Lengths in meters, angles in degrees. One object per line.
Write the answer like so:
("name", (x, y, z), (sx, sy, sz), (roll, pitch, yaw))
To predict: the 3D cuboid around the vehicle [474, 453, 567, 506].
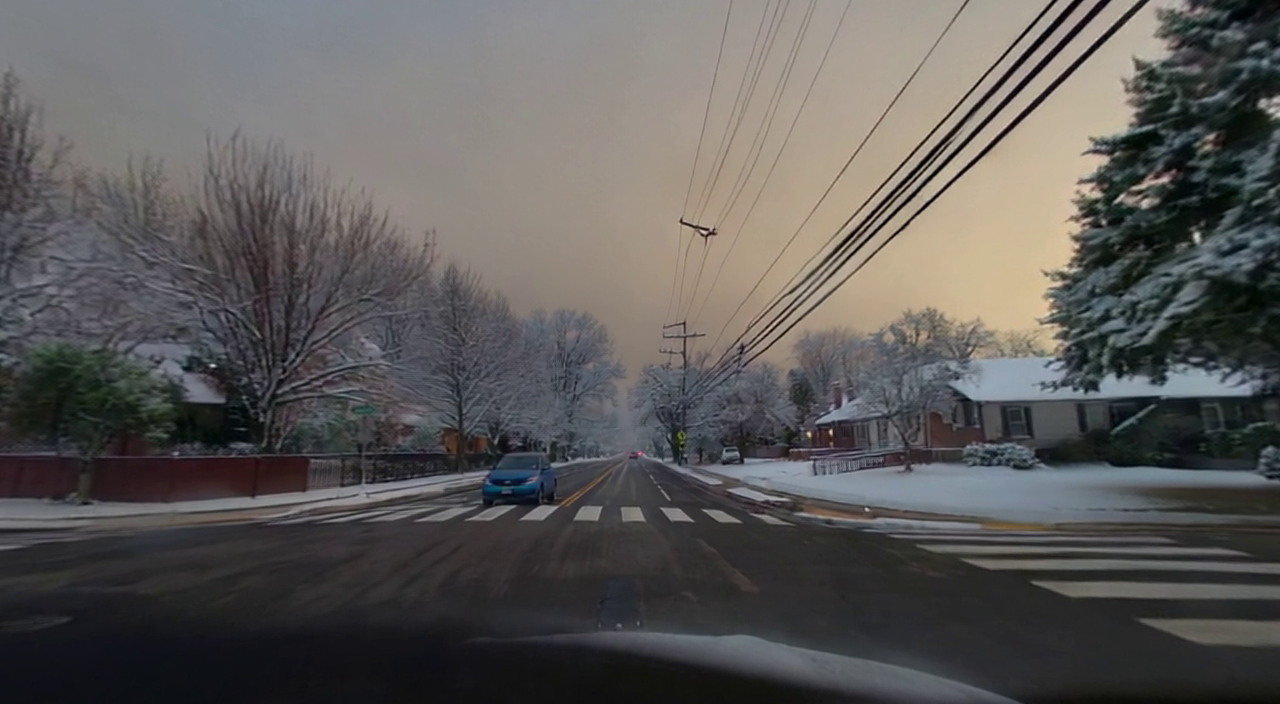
("vehicle", (-3.639, 3.958, 20.074), (2.102, 1.463, 4.024), (0, -9, 1))
